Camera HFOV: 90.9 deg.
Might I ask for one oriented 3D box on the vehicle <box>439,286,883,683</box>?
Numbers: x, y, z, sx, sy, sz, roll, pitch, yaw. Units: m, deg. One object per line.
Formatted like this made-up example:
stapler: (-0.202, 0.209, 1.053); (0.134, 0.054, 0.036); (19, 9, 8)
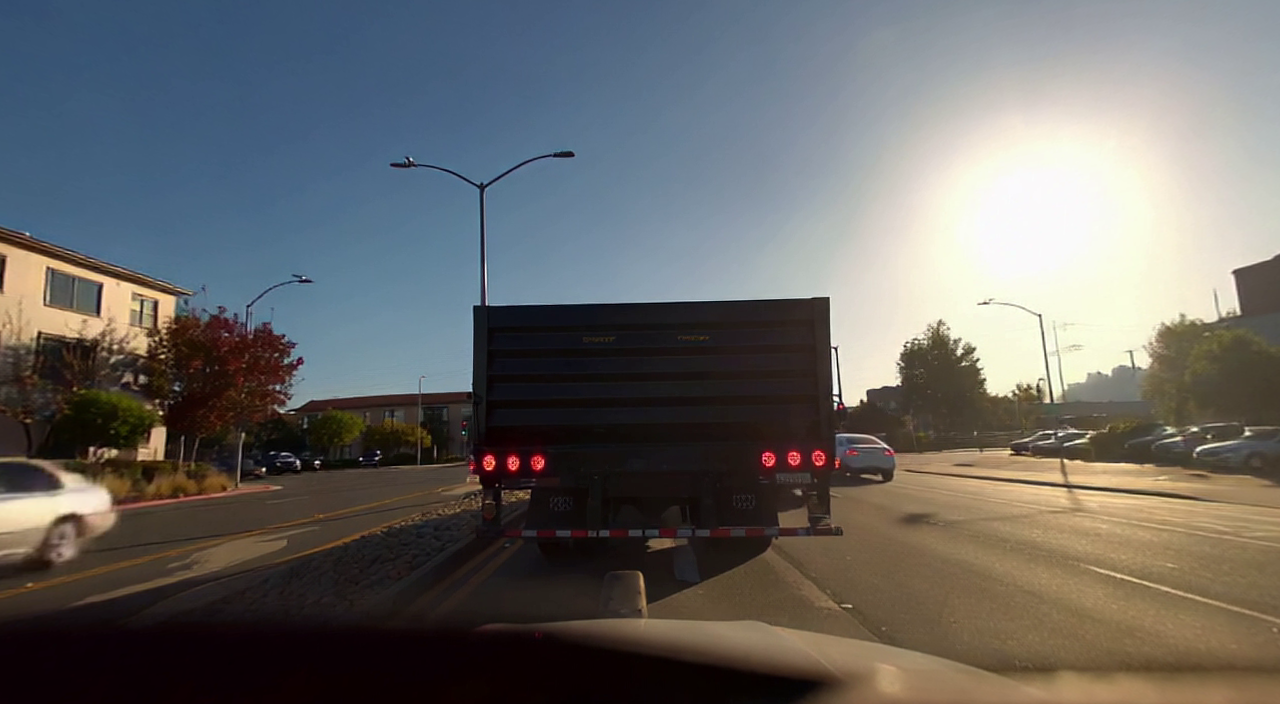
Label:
vehicle: (0.266, 1.284, 7.400); (2.650, 2.391, 7.008); (-1, -8, 3)

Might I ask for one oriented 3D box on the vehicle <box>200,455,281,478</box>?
vehicle: (-27.806, 7.962, 43.955); (4.409, 1.446, 1.862); (-1, -8, 5)

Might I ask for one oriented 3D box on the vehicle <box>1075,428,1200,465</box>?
vehicle: (23.121, 4.391, 29.439); (4.171, 1.614, 1.894); (-1, -8, 1)

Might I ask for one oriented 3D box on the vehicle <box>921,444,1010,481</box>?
vehicle: (14.170, 4.801, 27.725); (1.777, 1.488, 4.081); (-1, -8, 1)

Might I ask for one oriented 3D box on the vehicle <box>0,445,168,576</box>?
vehicle: (-8.335, 1.850, 7.392); (2.006, 1.479, 4.643); (0, -8, 0)

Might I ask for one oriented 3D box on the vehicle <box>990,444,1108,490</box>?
vehicle: (14.289, 4.000, 22.305); (1.702, 1.475, 3.670); (-1, -8, 1)
